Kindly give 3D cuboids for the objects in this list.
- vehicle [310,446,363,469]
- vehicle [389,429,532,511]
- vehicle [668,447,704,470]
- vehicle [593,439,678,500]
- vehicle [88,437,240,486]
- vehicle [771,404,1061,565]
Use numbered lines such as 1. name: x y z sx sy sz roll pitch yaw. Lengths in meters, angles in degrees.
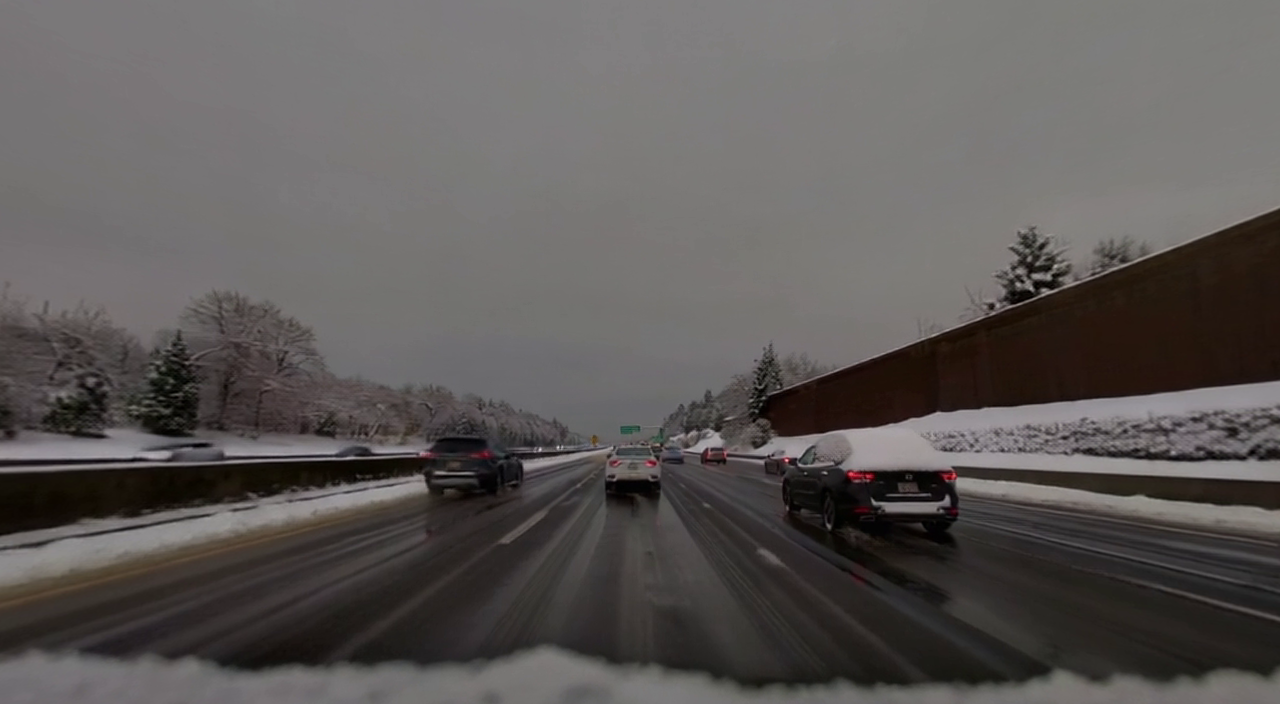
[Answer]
1. vehicle: -22.250 7.698 46.504 1.843 1.590 4.344 0 -9 -2
2. vehicle: -4.331 2.945 16.287 2.218 1.776 5.031 0 -9 0
3. vehicle: 3.116 7.302 43.649 1.998 1.490 4.296 0 -9 -3
4. vehicle: -0.160 3.190 17.537 2.098 1.475 3.997 0 -9 -2
5. vehicle: -18.183 4.185 24.526 2.137 1.682 4.908 0 -9 -2
6. vehicle: 3.630 1.852 9.574 2.162 1.800 4.693 0 -9 -1
